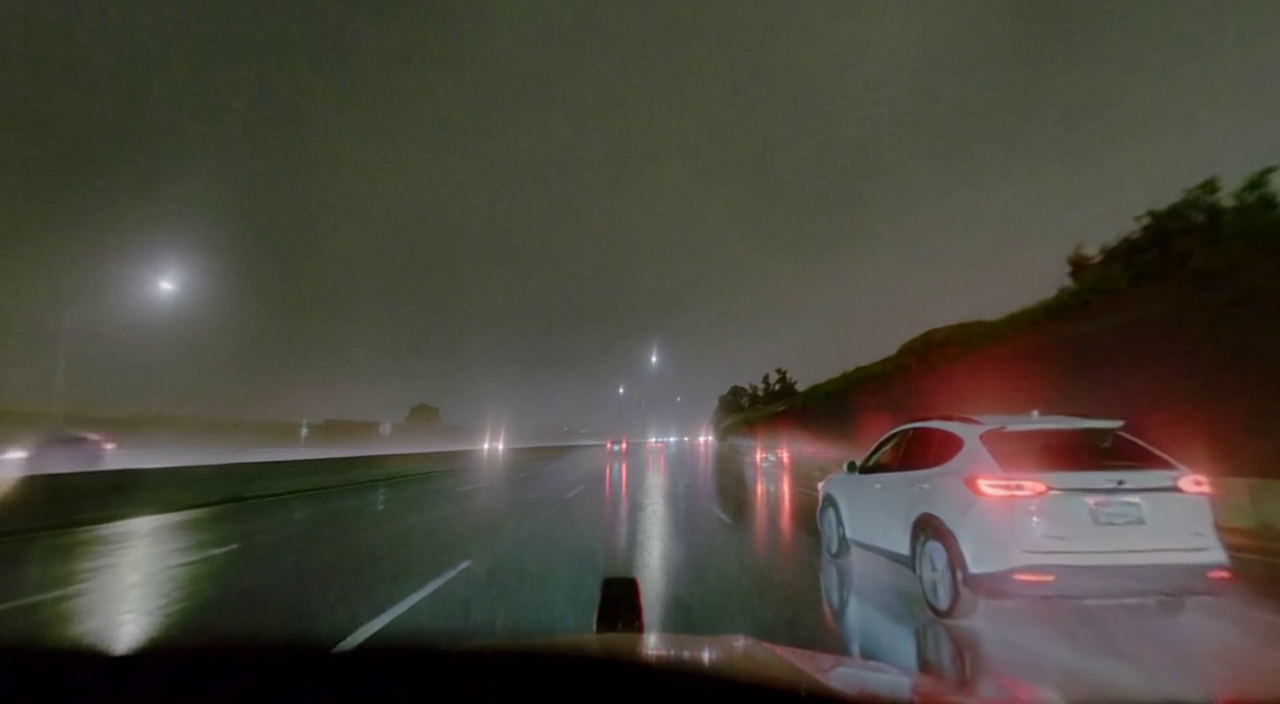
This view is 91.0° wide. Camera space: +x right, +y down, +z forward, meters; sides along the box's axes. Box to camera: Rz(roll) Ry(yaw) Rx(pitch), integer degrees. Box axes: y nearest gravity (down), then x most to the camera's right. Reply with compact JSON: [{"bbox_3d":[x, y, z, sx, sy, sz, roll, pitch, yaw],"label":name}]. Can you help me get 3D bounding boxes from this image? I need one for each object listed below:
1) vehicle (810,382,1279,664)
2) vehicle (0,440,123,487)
[{"bbox_3d":[3.318,1.357,6.064,2.090,1.715,4.228,0,-8,-1],"label":"vehicle"},{"bbox_3d":[-19.400,3.633,20.845,1.536,1.392,3.513,0,-8,0],"label":"vehicle"}]
